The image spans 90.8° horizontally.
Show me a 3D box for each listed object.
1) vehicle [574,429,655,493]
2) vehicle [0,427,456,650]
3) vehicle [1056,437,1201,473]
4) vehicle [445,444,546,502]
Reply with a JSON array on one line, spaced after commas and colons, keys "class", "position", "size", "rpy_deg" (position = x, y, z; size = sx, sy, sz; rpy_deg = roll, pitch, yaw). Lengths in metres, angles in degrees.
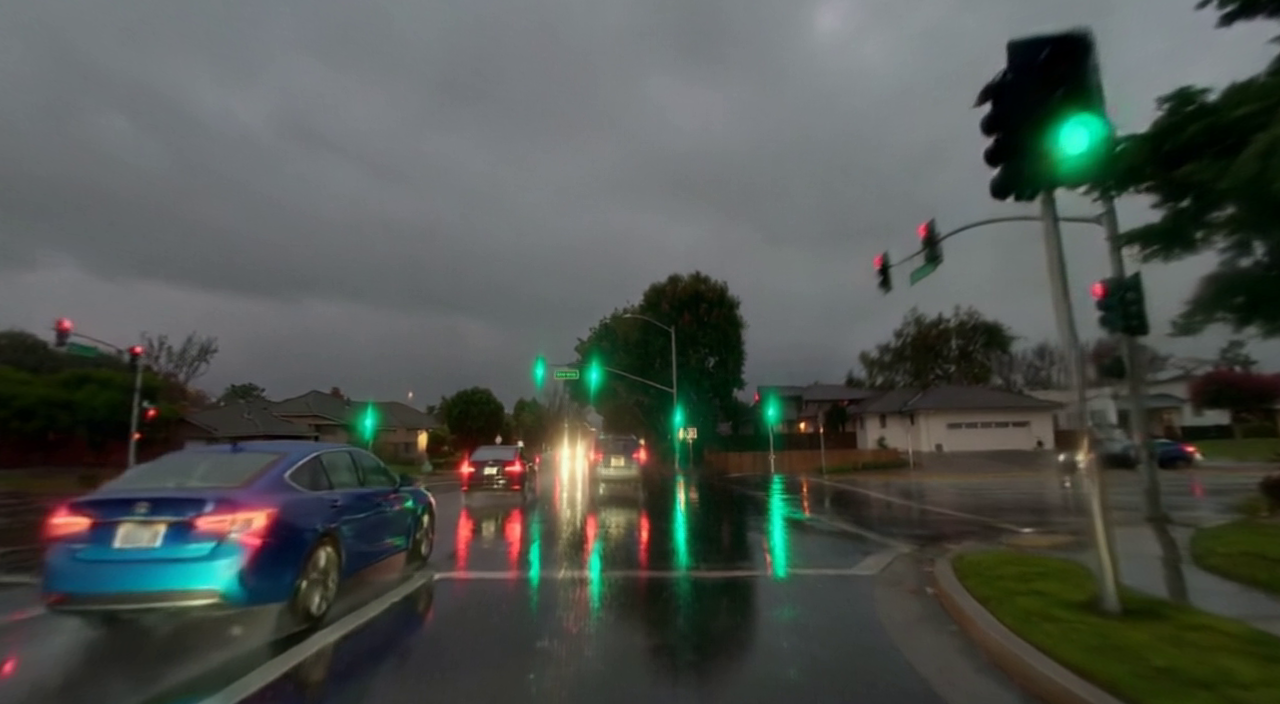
[{"class": "vehicle", "position": [-0.847, 3.585, 21.118], "size": [2.396, 1.881, 4.606], "rpy_deg": [0, -8, -2]}, {"class": "vehicle", "position": [-3.650, 1.620, 6.716], "size": [1.977, 1.488, 4.741], "rpy_deg": [0, -8, 0]}, {"class": "vehicle", "position": [20.512, 4.352, 26.751], "size": [4.353, 1.431, 1.876], "rpy_deg": [-2, -9, 12]}, {"class": "vehicle", "position": [-4.019, 3.416, 18.352], "size": [1.934, 1.459, 4.368], "rpy_deg": [0, -8, -1]}]
